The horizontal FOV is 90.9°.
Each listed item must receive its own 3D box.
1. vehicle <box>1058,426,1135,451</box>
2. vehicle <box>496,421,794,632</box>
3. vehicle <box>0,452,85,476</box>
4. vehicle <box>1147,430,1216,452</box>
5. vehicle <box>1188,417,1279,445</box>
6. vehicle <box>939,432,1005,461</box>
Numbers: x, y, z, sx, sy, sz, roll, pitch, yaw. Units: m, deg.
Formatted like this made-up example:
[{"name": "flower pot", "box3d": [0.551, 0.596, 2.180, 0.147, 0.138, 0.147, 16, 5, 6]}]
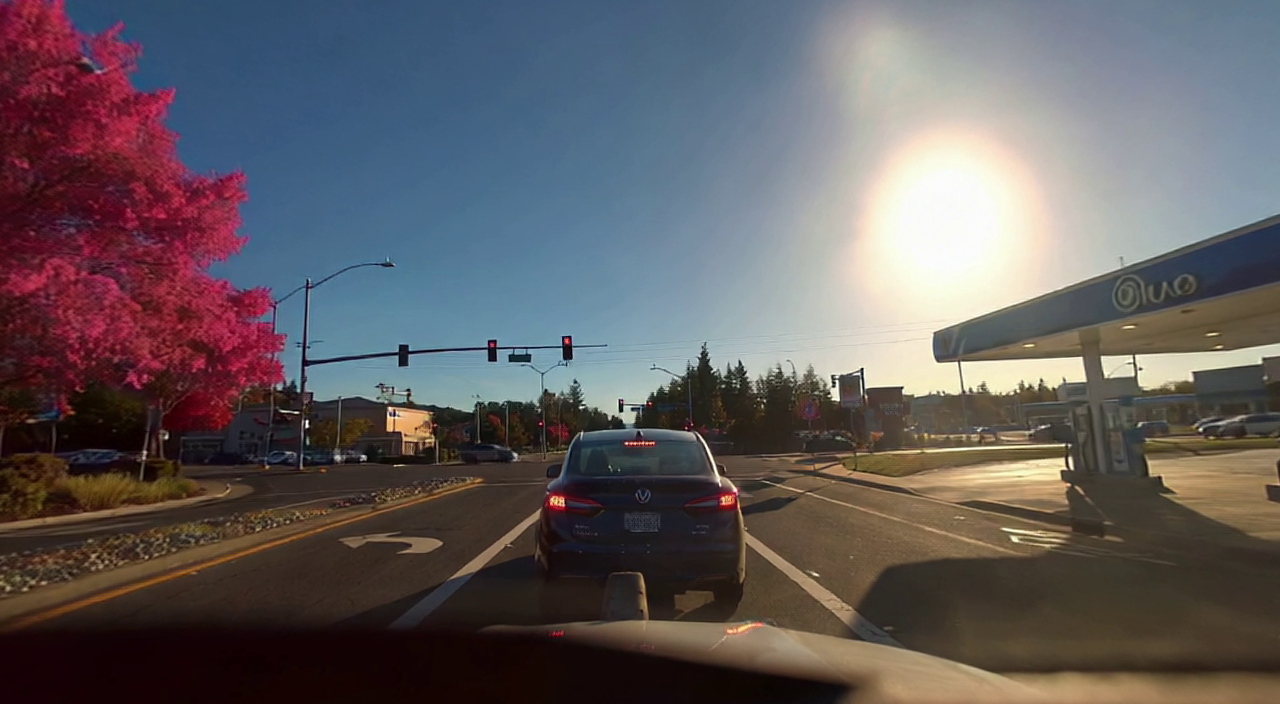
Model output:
[{"name": "vehicle", "box3d": [34.649, 6.590, 47.895, 4.294, 1.557, 1.744, -4, -8, 1]}, {"name": "vehicle", "box3d": [0.018, 1.539, 6.573, 2.112, 1.482, 4.057, 0, -8, -1]}, {"name": "vehicle", "box3d": [-39.296, 7.209, 40.685, 4.813, 1.455, 1.889, 5, -10, -32]}, {"name": "vehicle", "box3d": [40.951, 6.719, 47.703, 3.573, 1.432, 1.604, -3, -8, 1]}, {"name": "vehicle", "box3d": [36.324, 4.856, 38.477, 1.848, 1.581, 4.475, -1, -8, 3]}, {"name": "vehicle", "box3d": [18.395, 5.235, 34.851, 2.053, 1.495, 4.091, -8, -12, 44]}]
